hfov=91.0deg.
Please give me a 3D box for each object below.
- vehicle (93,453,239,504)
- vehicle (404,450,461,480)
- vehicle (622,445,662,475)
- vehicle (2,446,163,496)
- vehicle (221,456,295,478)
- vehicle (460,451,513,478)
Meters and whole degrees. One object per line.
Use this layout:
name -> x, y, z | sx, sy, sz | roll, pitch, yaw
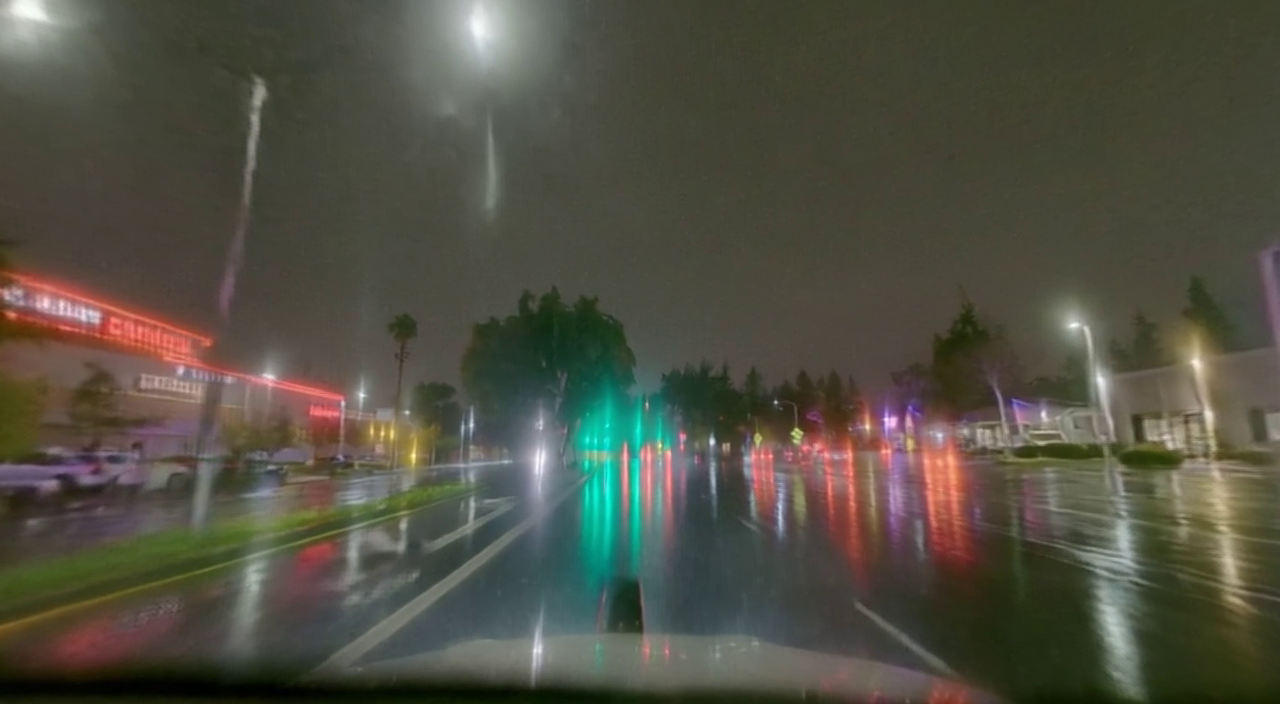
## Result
vehicle -> -19.334, 5.154, 26.081 | 2.072, 1.804, 5.136 | 0, -8, 0
vehicle -> -13.249, 7.209, 40.523 | 2.115, 1.741, 4.733 | 0, -9, 0
vehicle -> 0.056, 5.724, 33.587 | 1.998, 1.452, 3.773 | 0, -8, -2
vehicle -> -24.034, 5.100, 27.546 | 2.146, 1.939, 5.462 | 0, -9, -2
vehicle -> -29.442, 8.885, 48.643 | 4.367, 1.613, 2.004 | 0, -9, -3
vehicle -> -9.262, 6.787, 38.364 | 2.072, 1.483, 4.619 | 0, -9, 0
